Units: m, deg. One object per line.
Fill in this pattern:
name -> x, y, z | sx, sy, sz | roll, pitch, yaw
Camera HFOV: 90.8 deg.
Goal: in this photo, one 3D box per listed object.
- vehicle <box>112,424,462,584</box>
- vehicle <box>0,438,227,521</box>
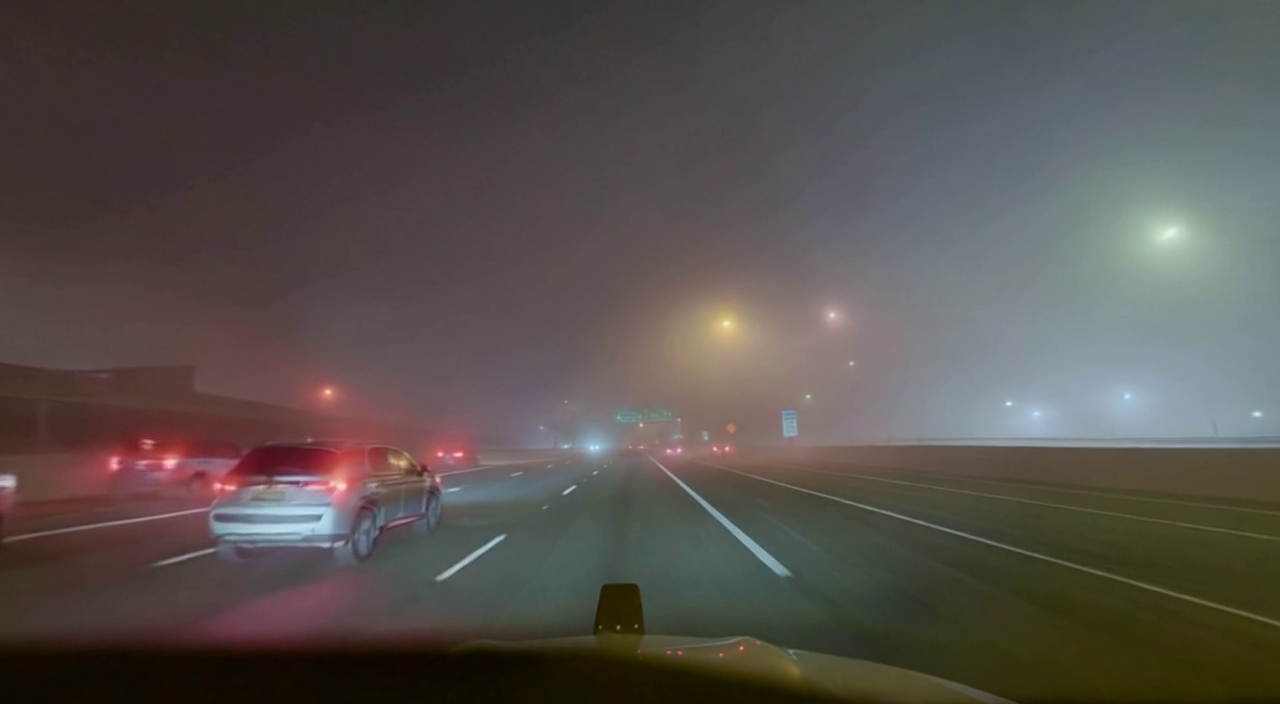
vehicle -> -4.049, 1.799, 8.400 | 2.051, 1.516, 4.493 | 0, -8, 0
vehicle -> -11.576, 2.662, 13.842 | 1.928, 1.472, 4.646 | 0, -8, 0
